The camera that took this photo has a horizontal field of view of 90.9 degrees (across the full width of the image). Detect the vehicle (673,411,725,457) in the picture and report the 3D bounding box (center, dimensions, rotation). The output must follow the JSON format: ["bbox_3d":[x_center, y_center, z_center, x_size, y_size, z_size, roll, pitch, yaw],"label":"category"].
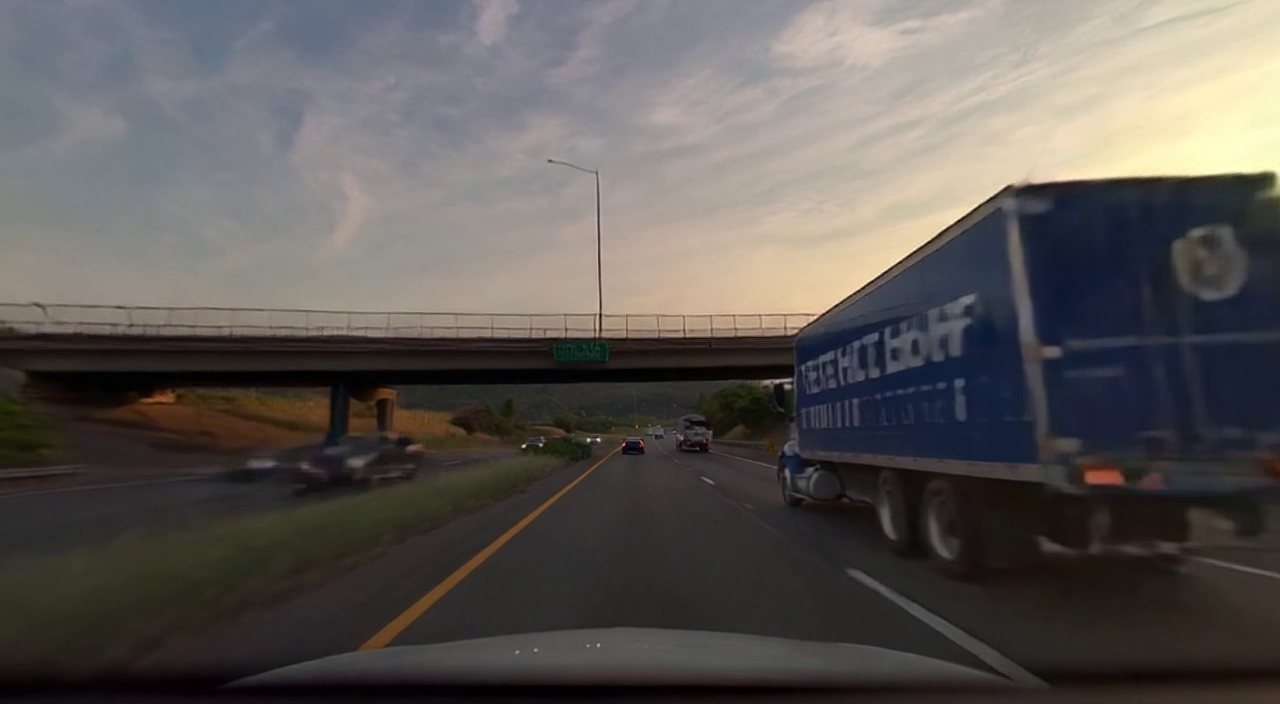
[{"bbox_3d":[3.717,5.378,41.195,2.715,2.746,6.550,0,-7,-1],"label":"vehicle"}]

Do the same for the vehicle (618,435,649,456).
[{"bbox_3d":[-0.439,6.269,42.463,1.996,1.325,4.029,0,-7,0],"label":"vehicle"}]

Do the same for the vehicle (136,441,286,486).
[{"bbox_3d":[-13.714,3.555,20.534,1.809,1.237,4.410,0,-7,0],"label":"vehicle"}]

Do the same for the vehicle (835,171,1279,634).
[{"bbox_3d":[3.891,0.480,6.176,2.913,3.491,2.811,0,-7,-1],"label":"vehicle"}]

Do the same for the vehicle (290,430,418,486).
[{"bbox_3d":[-8.734,3.233,19.728,2.012,1.526,4.235,0,-7,0],"label":"vehicle"}]
